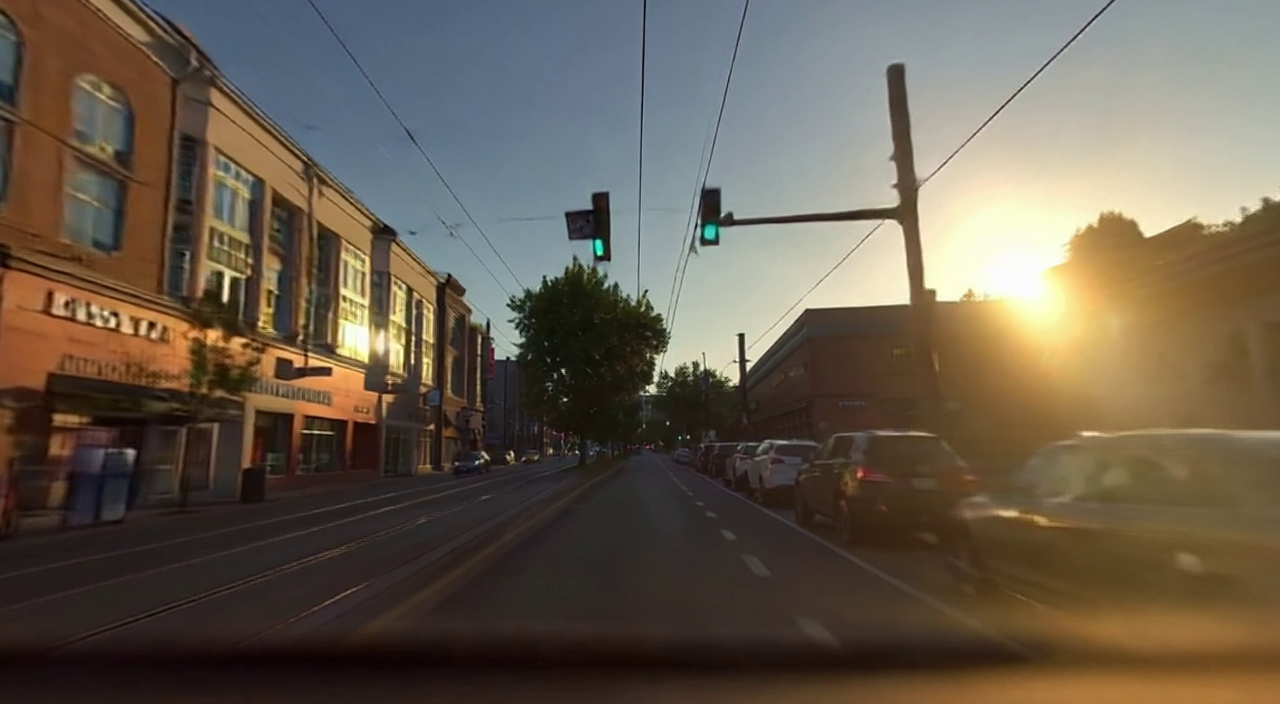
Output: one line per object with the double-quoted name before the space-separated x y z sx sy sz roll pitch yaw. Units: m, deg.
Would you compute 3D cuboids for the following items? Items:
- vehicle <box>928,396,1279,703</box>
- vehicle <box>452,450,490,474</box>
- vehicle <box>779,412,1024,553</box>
"vehicle" 3.687 1.172 4.195 1.778 1.534 3.484 0 -8 -2
"vehicle" -11.005 7.145 41.217 1.877 1.430 3.712 1 -8 -7
"vehicle" 3.652 1.902 9.843 1.941 1.671 4.264 -1 -9 0
